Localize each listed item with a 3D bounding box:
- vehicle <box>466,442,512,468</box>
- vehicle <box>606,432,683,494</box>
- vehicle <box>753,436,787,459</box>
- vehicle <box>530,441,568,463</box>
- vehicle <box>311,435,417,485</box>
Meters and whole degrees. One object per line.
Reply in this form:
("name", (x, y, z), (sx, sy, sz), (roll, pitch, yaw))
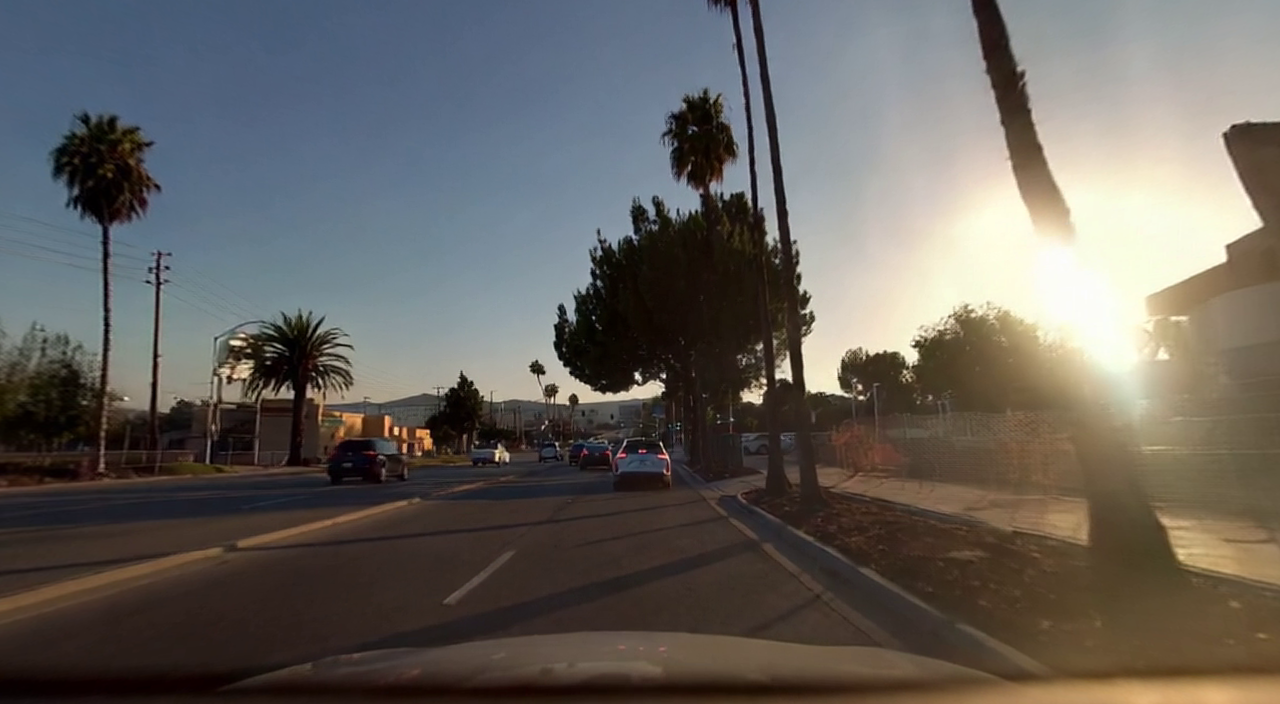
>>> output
("vehicle", (-10.476, 7.172, 43.929), (1.998, 1.731, 4.952), (0, -8, 0))
("vehicle", (0.181, 3.369, 19.400), (2.121, 1.710, 3.893), (0, -8, 2))
("vehicle", (8.508, 6.215, 40.775), (1.837, 1.416, 3.947), (-2, -9, 15))
("vehicle", (-6.862, 7.598, 47.860), (2.099, 1.608, 4.420), (0, -8, 1))
("vehicle", (-10.405, 4.094, 24.069), (1.965, 1.743, 4.327), (0, -9, 1))
